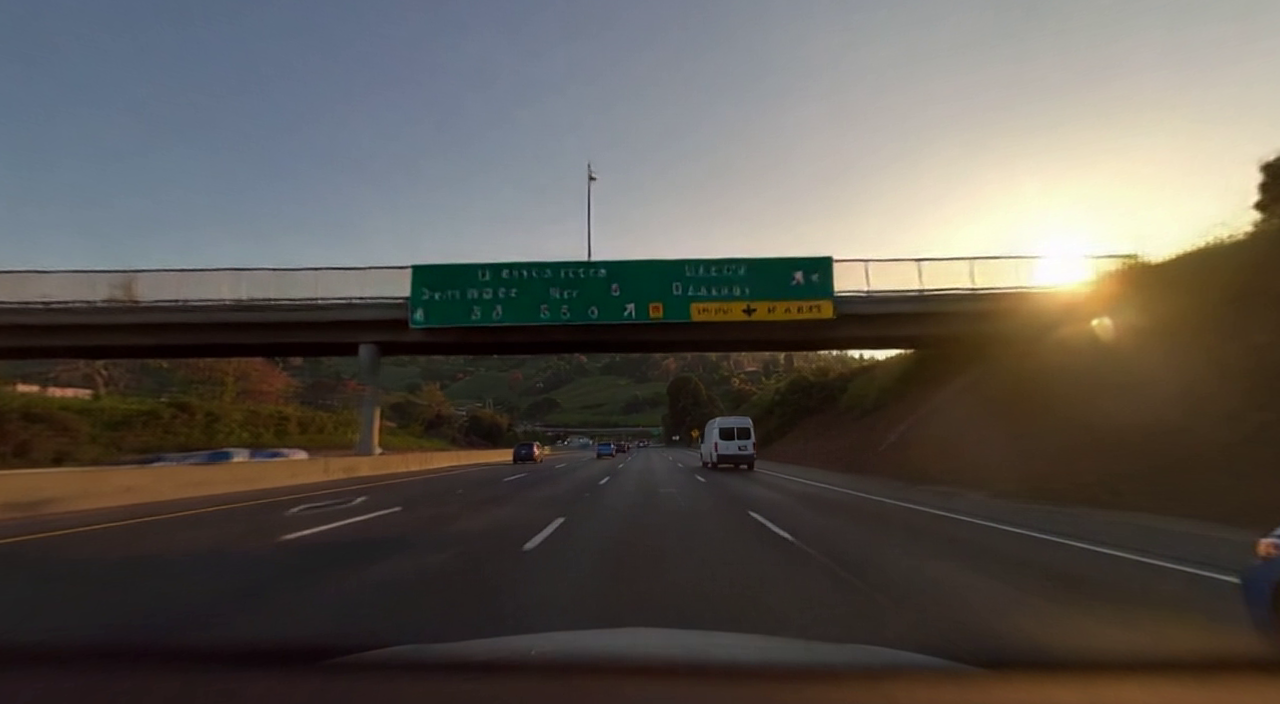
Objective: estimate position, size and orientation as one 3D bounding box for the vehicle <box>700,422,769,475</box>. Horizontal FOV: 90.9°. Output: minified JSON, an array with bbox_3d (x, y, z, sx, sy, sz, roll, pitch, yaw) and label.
[{"bbox_3d":[4.256,4.508,29.518,2.347,2.234,5.352,0,-8,-1],"label":"vehicle"}]

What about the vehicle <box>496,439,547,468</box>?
[{"bbox_3d":[-7.025,6.077,37.846,2.068,1.632,4.623,0,-9,1],"label":"vehicle"}]

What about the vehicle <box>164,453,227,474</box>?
[{"bbox_3d":[-33.205,8.337,47.237,1.754,1.457,4.045,0,-8,0],"label":"vehicle"}]
